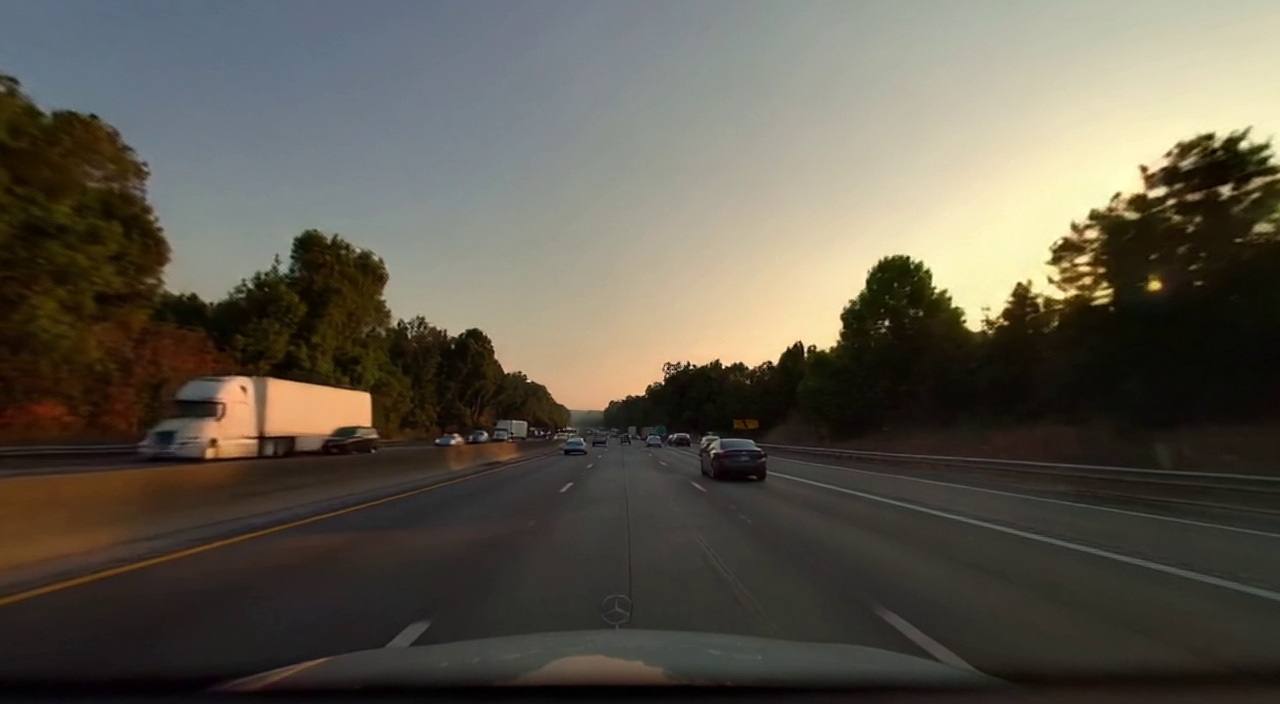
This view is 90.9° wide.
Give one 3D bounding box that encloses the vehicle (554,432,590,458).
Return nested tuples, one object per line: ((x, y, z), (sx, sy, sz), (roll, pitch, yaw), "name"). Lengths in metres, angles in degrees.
((-4.587, 6.308, 43.044), (2.011, 1.614, 4.808), (0, -8, -1), "vehicle")

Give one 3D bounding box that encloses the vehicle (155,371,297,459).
((-20.362, 3.235, 31.540), (2.956, 3.974, 5.969), (0, -8, -1), "vehicle")

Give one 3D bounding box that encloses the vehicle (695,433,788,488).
((2.921, 3.207, 19.040), (1.990, 1.480, 3.865), (0, -8, -3), "vehicle")

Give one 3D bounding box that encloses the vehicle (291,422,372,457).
((-16.624, 4.737, 34.315), (2.013, 1.733, 4.867), (0, -8, -1), "vehicle")
